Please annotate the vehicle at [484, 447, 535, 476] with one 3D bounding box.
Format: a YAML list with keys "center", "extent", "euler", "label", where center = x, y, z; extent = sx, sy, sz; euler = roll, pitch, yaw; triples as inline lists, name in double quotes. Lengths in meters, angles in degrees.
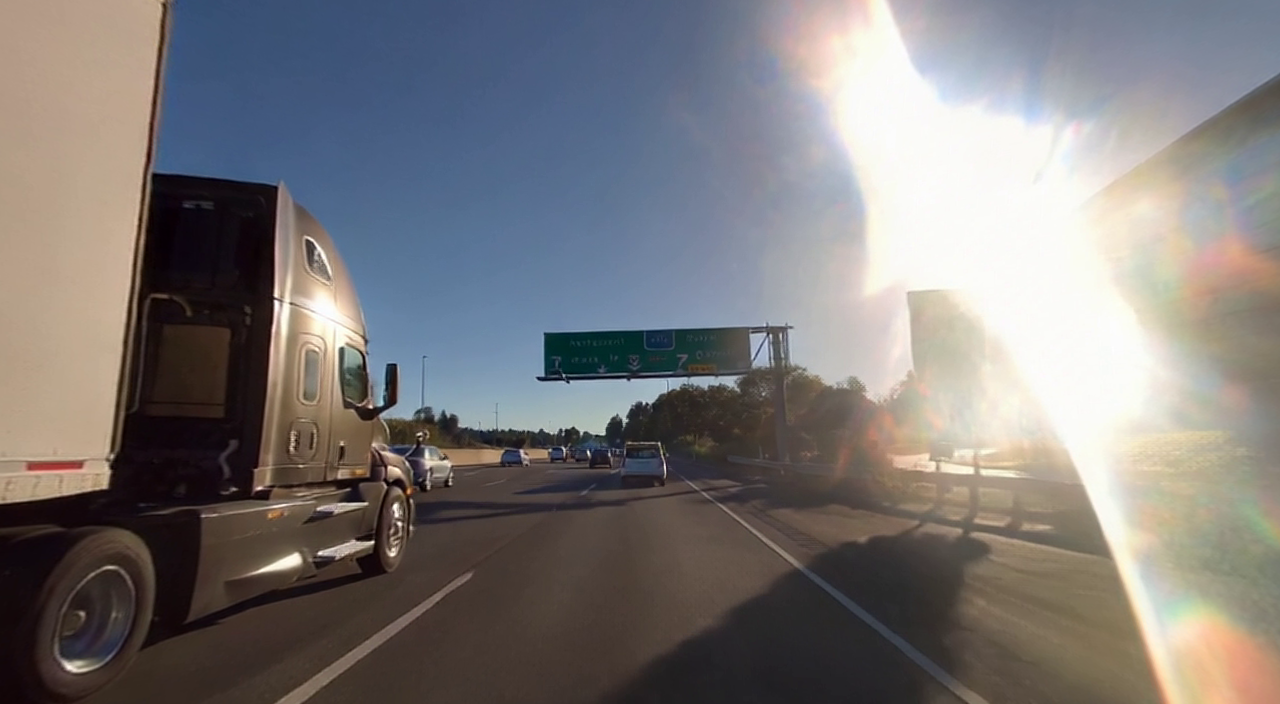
- center: [-7.124, 6.019, 34.861]
  extent: [1.869, 1.466, 4.217]
  euler: [0, -9, 1]
  label: "vehicle"

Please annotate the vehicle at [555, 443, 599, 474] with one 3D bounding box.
- center: [-3.482, 5.976, 35.544]
  extent: [1.952, 1.649, 4.131]
  euler: [0, -9, 1]
  label: "vehicle"

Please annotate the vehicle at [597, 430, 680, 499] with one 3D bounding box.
- center: [-0.014, 3.227, 18.376]
  extent: [2.152, 1.779, 3.924]
  euler: [0, -9, 1]
  label: "vehicle"

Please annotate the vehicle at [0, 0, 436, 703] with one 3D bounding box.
- center: [-3.828, -0.430, 2.326]
  extent: [2.990, 3.885, 8.540]
  euler: [0, -9, 2]
  label: "vehicle"
